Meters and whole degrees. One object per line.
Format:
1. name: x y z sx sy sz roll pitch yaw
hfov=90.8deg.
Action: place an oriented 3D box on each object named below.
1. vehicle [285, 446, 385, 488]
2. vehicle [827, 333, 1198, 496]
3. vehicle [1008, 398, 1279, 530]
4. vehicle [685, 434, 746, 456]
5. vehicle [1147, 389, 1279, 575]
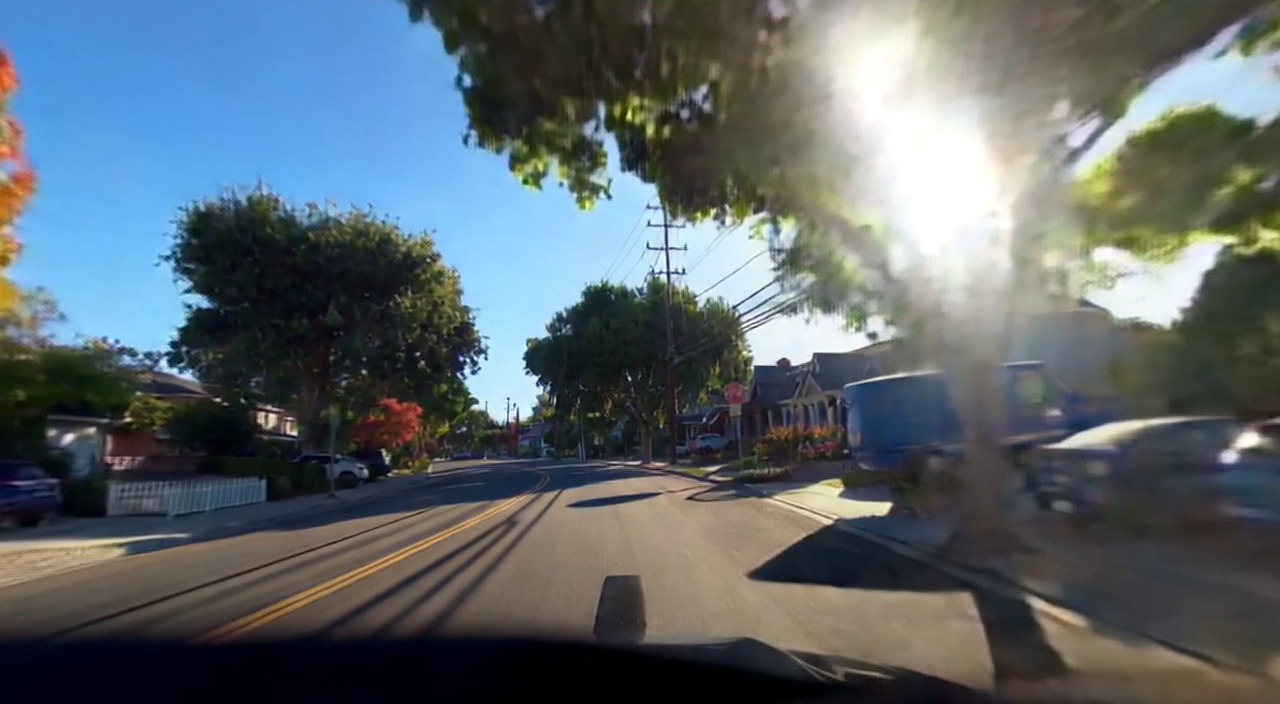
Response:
1. vehicle: -12.619 4.766 26.503 2.390 1.431 4.253 0 -7 -5
2. vehicle: 8.484 1.475 14.922 7.115 3.010 2.378 -4 -8 -5
3. vehicle: 7.599 1.495 8.712 3.851 1.581 1.858 0 -8 -2
4. vehicle: 5.895 7.305 49.749 4.566 1.623 1.906 0 -8 -2
5. vehicle: 7.629 1.040 5.633 4.412 1.565 1.957 -3 -8 0
